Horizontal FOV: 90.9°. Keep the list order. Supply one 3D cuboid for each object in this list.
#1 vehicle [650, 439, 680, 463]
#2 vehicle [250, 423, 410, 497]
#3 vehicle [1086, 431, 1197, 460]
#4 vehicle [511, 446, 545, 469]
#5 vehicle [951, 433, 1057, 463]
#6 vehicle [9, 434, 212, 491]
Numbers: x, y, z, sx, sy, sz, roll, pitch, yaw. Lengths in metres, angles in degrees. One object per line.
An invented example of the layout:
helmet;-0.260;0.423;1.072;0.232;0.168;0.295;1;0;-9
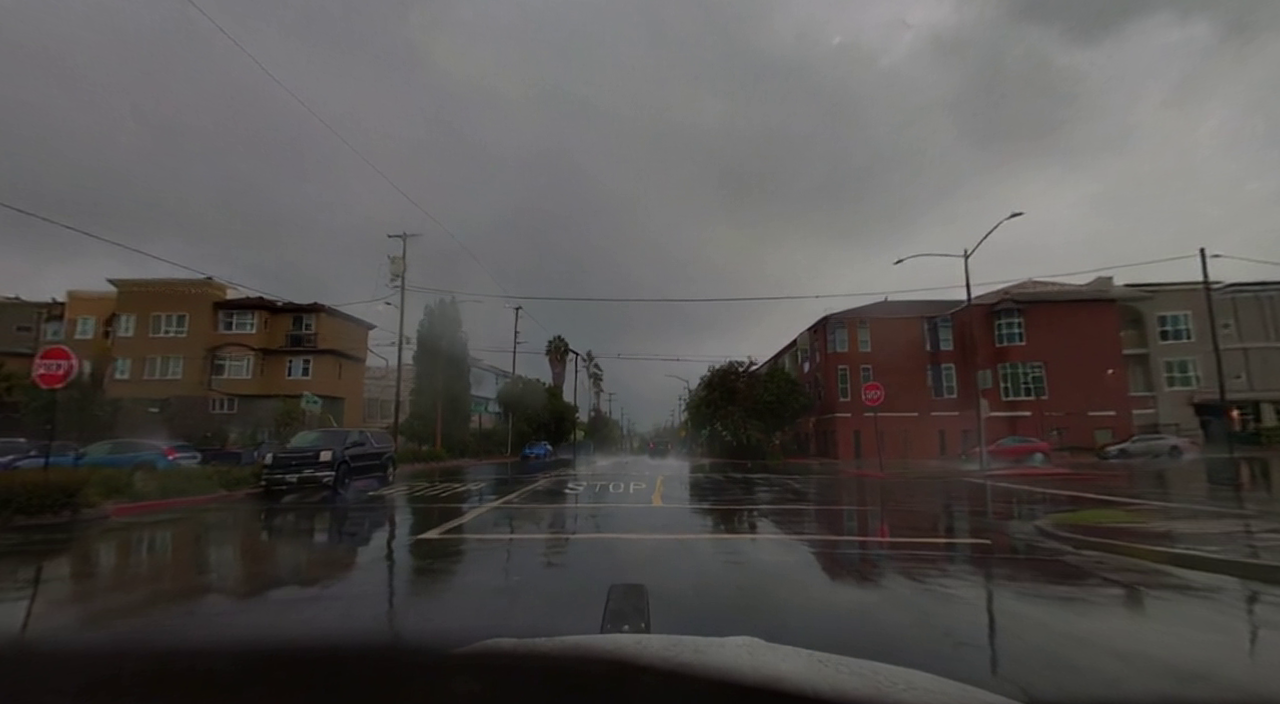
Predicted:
vehicle;1.721;6.973;44.657;1.851;1.471;4.372;0;-7;-1
vehicle;-7.928;2.823;16.794;2.156;1.620;4.945;0;-9;-6
vehicle;26.973;5.013;33.994;4.323;1.507;1.896;0;-7;-1
vehicle;-8.492;7.985;47.921;1.904;1.475;3.784;0;-5;0
vehicle;19.495;5.130;33.910;4.528;1.458;1.939;0;-6;-2
vehicle;-16.892;3.455;20.350;2.010;1.583;4.582;-6;-9;37
